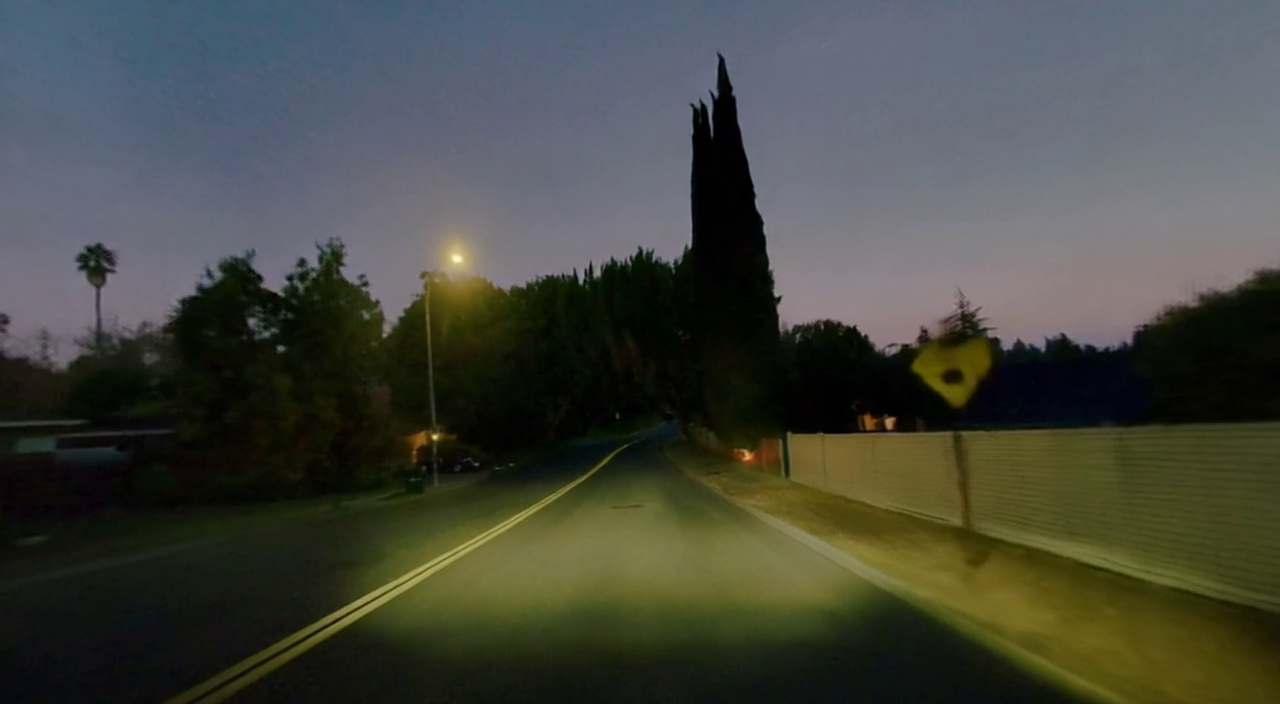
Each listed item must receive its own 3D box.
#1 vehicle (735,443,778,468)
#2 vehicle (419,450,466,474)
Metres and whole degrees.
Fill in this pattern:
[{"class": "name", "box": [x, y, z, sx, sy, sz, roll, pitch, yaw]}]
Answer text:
[{"class": "vehicle", "box": [7.996, 7.133, 43.777, 1.954, 1.652, 4.520, 0, -9, -2]}, {"class": "vehicle", "box": [-15.269, 8.512, 49.075, 2.177, 1.773, 4.656, 0, -9, 0]}]
